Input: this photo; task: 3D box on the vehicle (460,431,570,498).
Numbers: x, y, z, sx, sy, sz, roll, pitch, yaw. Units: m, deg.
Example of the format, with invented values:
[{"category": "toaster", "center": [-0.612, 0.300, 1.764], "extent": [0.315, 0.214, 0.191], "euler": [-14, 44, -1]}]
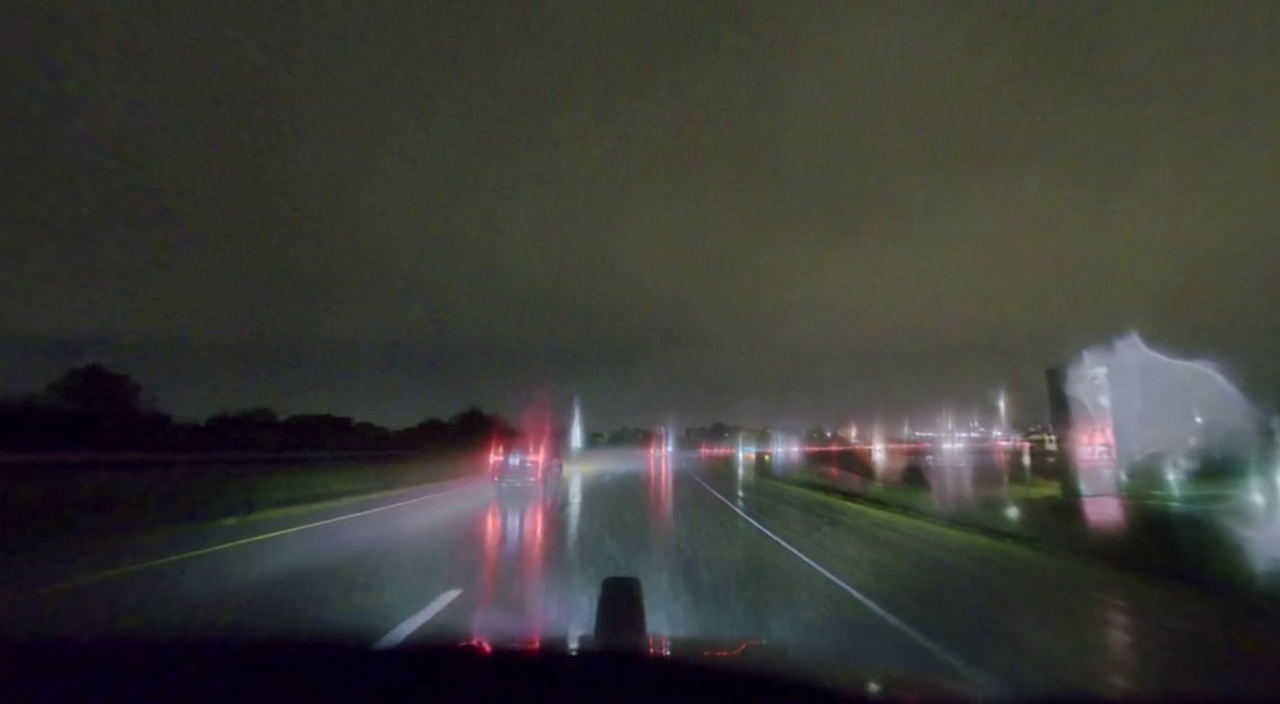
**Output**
[{"category": "vehicle", "center": [-3.593, 3.355, 19.118], "extent": [2.193, 1.771, 4.757], "euler": [0, -9, 2]}]
